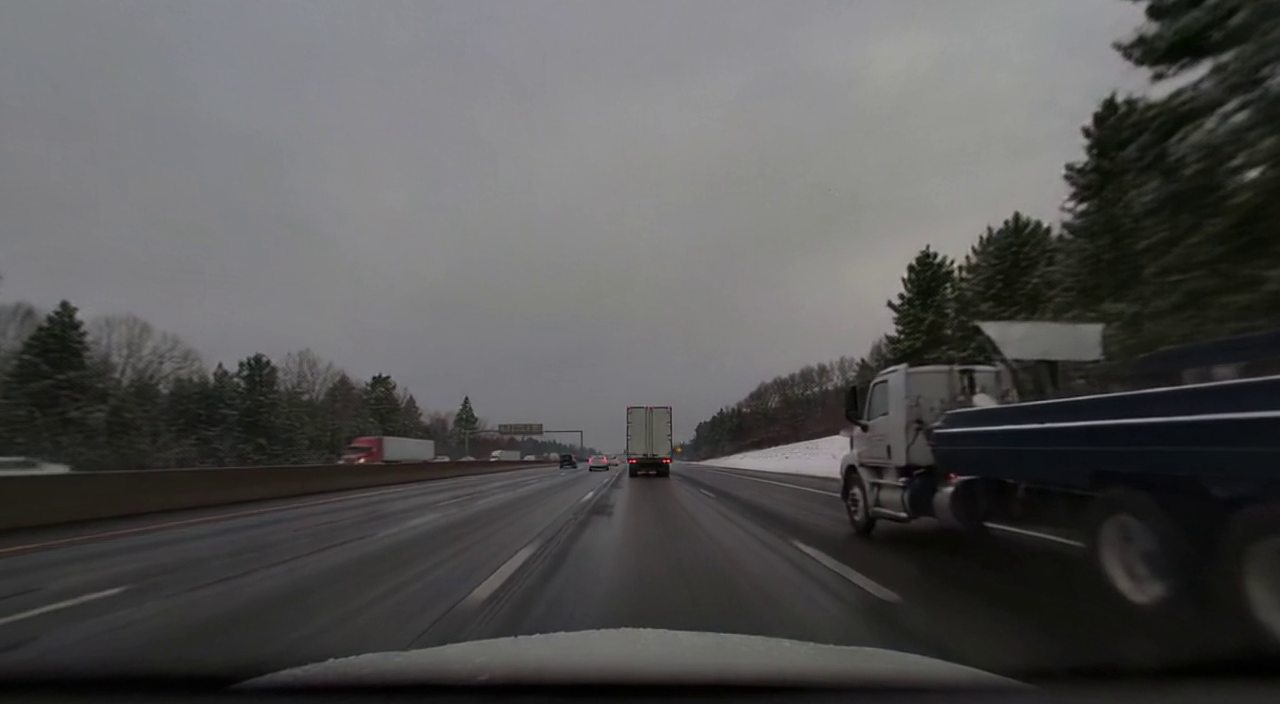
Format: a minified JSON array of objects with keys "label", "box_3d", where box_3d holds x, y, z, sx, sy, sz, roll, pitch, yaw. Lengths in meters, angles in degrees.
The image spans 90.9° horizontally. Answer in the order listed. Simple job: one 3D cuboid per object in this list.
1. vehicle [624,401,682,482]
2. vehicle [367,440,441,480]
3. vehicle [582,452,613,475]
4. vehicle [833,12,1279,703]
[{"label":"vehicle","box_3d":[0.549,5.458,37.995,2.875,4.056,12.312,0,-9,-1]},{"label":"vehicle","box_3d":[-18.063,8.296,48.772,2.845,2.784,7.224,0,-9,1]},{"label":"vehicle","box_3d":[-3.111,8.302,47.065,2.061,1.555,3.900,0,-9,0]},{"label":"vehicle","box_3d":[4.638,0.540,5.933,2.874,3.635,8.115,0,-9,-1]}]
